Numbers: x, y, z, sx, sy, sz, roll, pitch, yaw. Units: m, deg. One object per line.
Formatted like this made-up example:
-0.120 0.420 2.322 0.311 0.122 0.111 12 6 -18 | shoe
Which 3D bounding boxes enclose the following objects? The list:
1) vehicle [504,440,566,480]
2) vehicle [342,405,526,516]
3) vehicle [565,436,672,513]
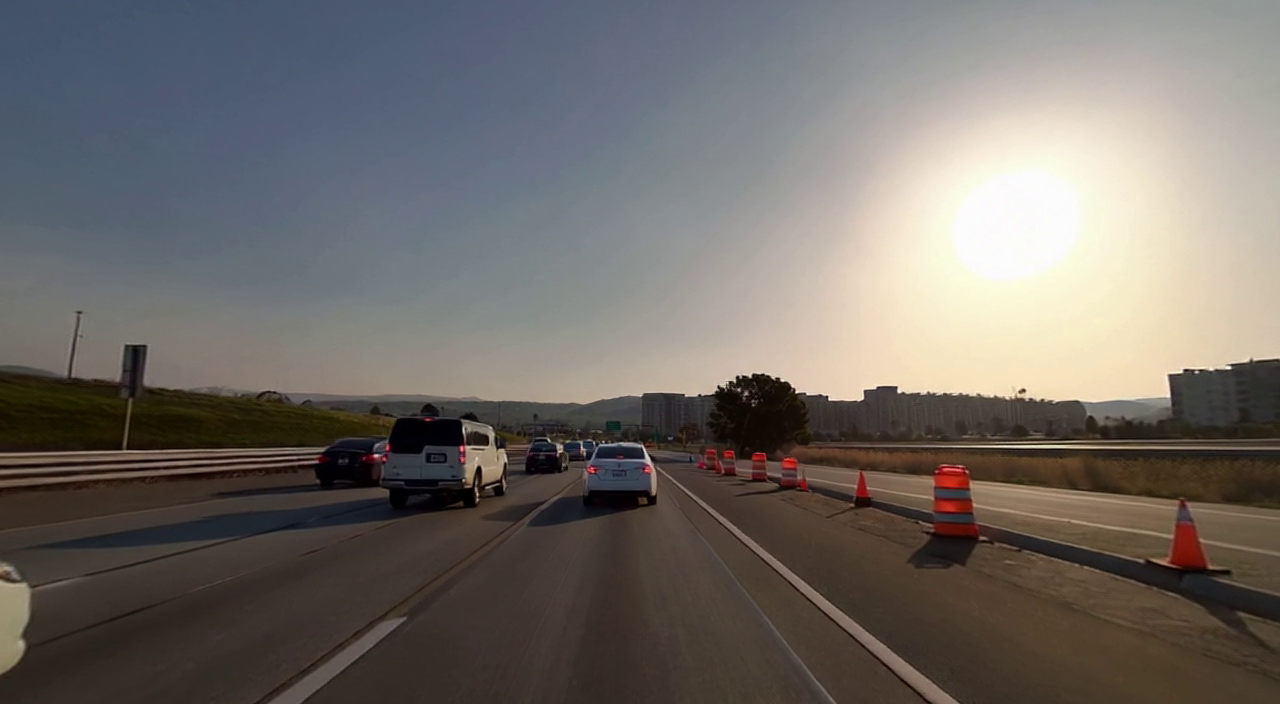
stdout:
-4.149 4.316 25.553 1.824 1.459 4.007 0 -9 0 | vehicle
-4.286 2.410 14.501 2.324 2.012 5.740 0 -9 -1 | vehicle
-0.442 2.674 14.279 2.069 1.484 3.918 0 -9 -1 | vehicle
